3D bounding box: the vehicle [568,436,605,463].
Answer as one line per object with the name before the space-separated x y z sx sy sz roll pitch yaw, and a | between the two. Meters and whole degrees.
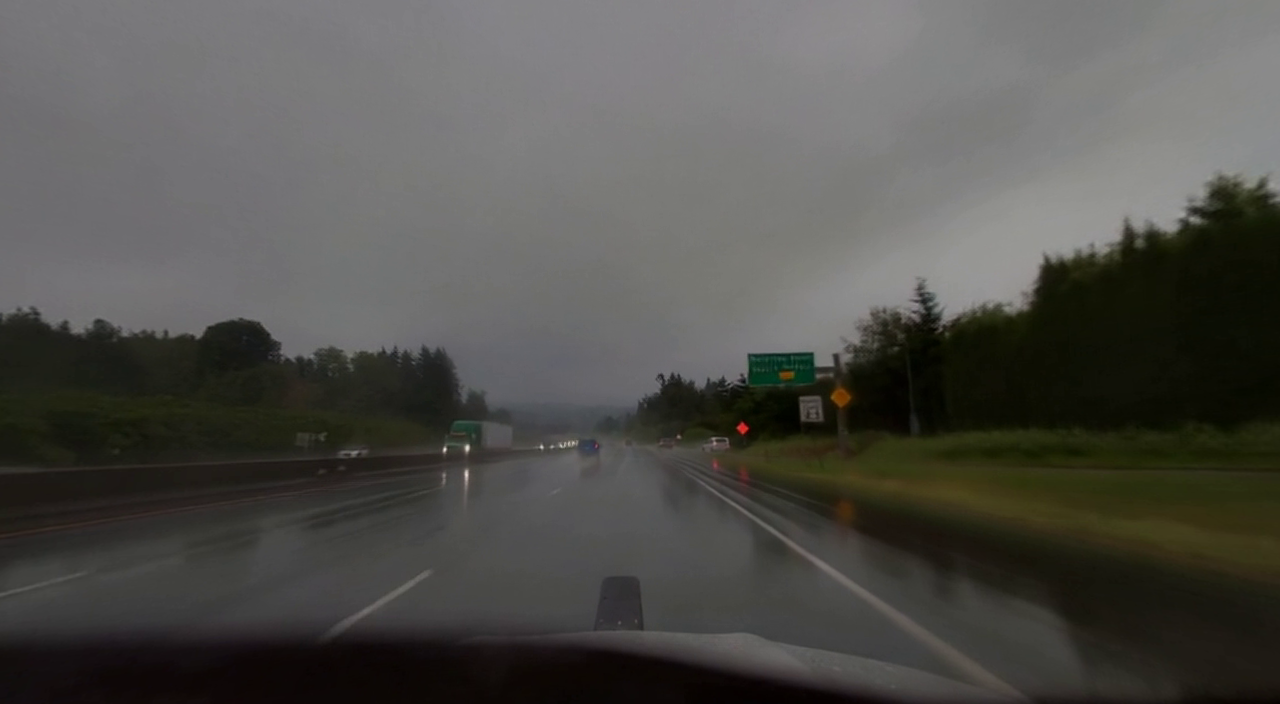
vehicle | -3.403 6.317 40.797 2.125 1.662 4.336 0 -8 -1
